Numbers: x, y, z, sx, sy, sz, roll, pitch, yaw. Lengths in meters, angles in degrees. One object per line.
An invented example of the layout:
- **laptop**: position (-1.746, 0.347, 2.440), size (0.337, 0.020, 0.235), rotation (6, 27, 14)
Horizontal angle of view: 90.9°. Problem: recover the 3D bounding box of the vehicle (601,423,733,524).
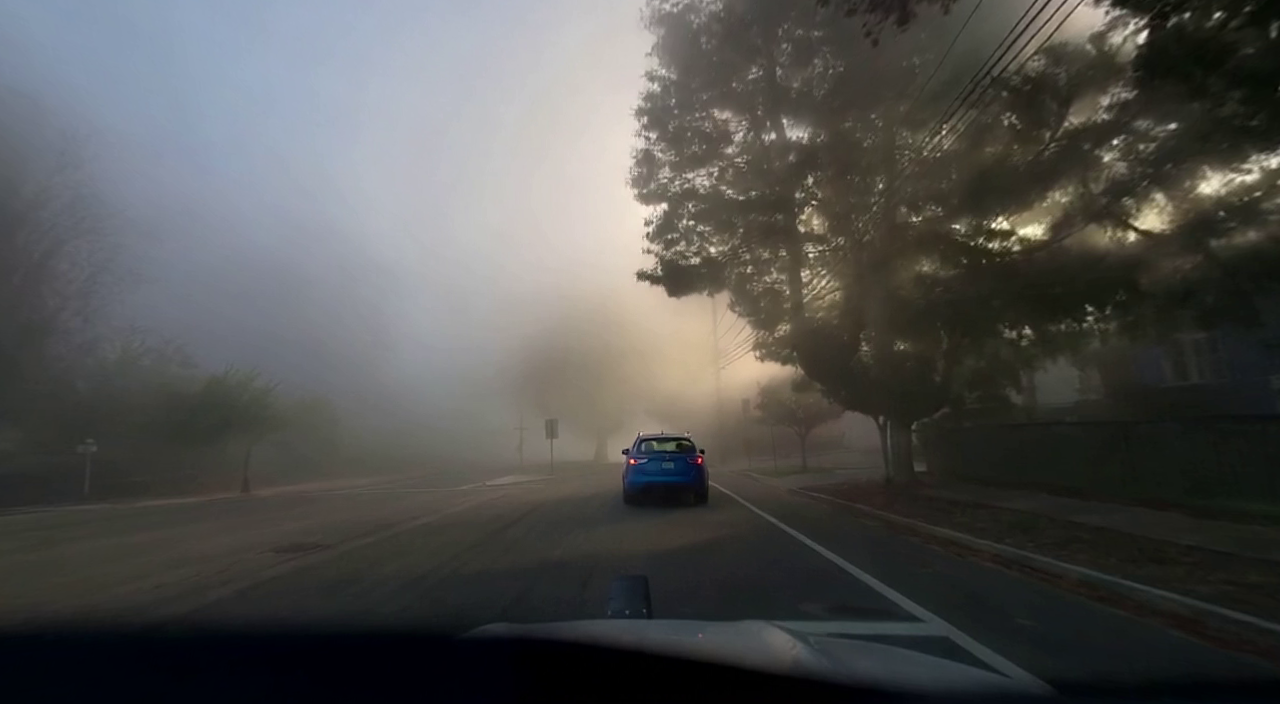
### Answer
- **vehicle**: position (0.449, 2.340, 12.620), size (2.200, 1.653, 4.127), rotation (0, -8, 0)
